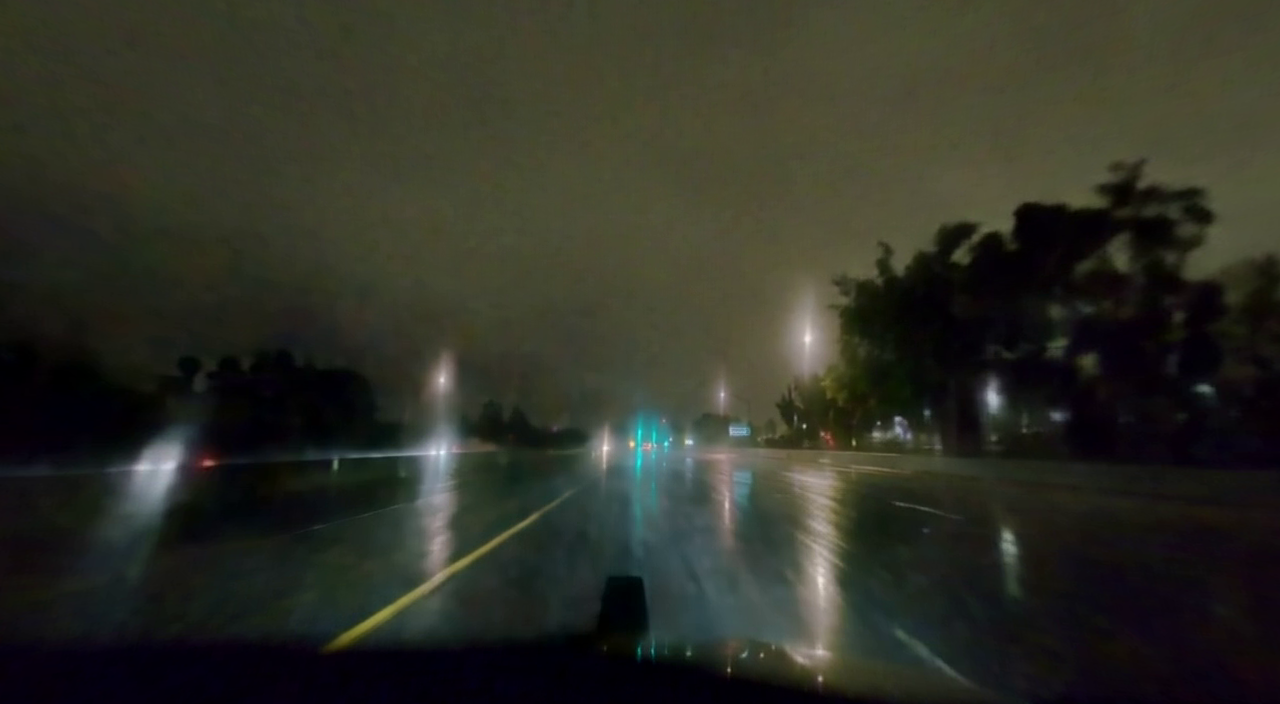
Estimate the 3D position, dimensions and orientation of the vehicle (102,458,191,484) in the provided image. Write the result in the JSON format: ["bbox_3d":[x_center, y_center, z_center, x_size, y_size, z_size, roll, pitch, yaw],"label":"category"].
[{"bbox_3d":[-32.268,7.802,41.426,1.979,1.481,4.699,0,-8,1],"label":"vehicle"}]
